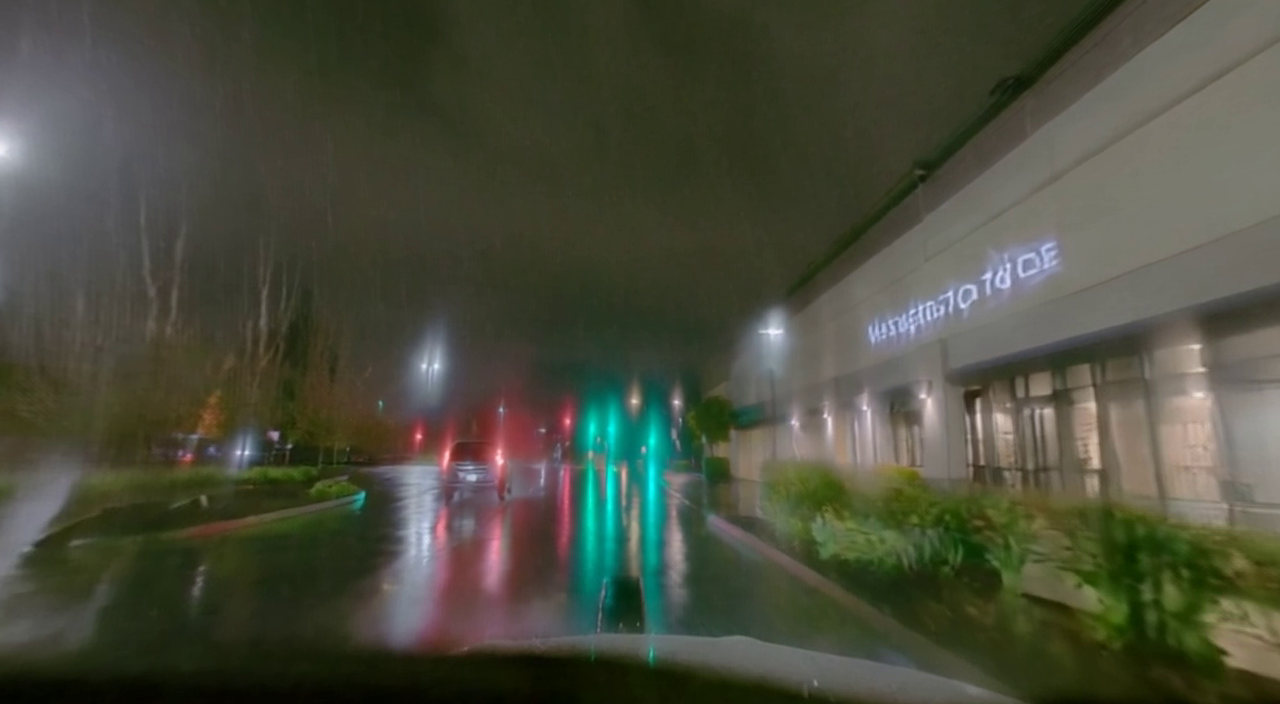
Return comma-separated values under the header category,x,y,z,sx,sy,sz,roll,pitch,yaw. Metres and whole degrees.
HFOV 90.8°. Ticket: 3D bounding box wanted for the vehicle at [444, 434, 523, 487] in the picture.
category,x,y,z,sx,sy,sz,roll,pitch,yaw
vehicle,-5.858,4.098,24.260,2.180,1.806,4.541,1,-9,-5
